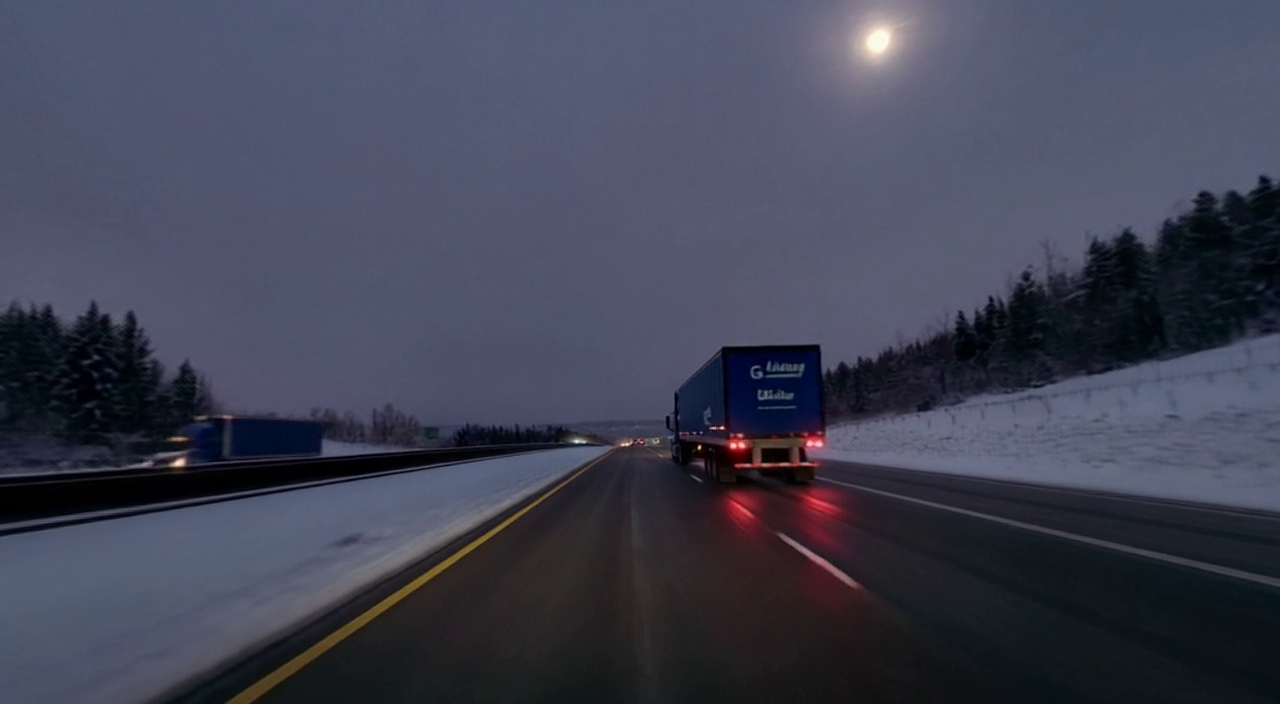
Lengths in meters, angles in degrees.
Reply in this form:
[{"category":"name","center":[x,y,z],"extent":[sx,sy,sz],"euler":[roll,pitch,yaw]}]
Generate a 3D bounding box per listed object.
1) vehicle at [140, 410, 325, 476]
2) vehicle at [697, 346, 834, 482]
[{"category":"vehicle","center":[-29.401,6.731,46.947],"extent":[2.918,4.122,14.289],"euler":[-1,-8,6]},{"category":"vehicle","center":[3.917,2.291,22.079],"extent":[2.888,3.866,8.380],"euler":[0,-8,-1]}]
